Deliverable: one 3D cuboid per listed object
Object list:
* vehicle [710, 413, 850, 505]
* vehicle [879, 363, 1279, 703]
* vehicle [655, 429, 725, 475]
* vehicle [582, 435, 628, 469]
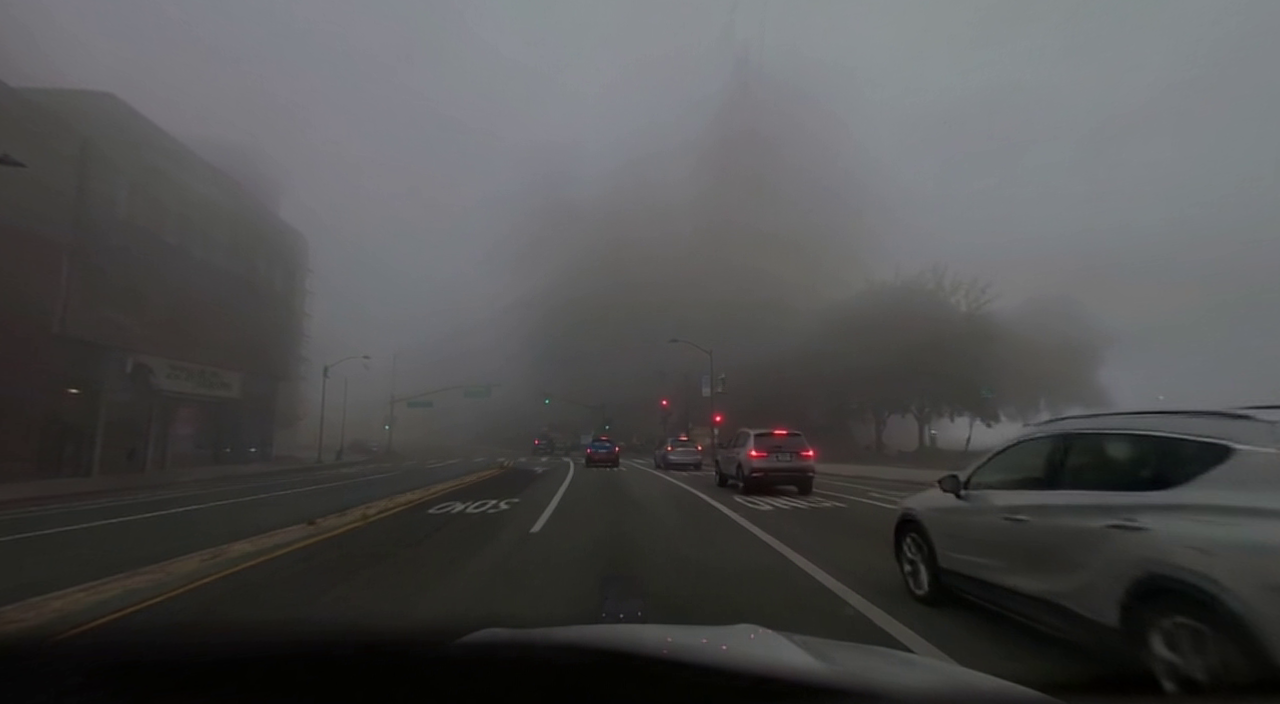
[{"bbox_3d":[2.986,2.413,14.568,2.046,1.768,4.370,0,-8,-3],"label":"vehicle"},{"bbox_3d":[3.277,1.054,3.866,1.966,1.596,3.980,0,-8,-1],"label":"vehicle"},{"bbox_3d":[1.986,4.172,26.726,2.216,1.750,4.520,0,-8,-5],"label":"vehicle"},{"bbox_3d":[-1.795,4.910,31.150,2.068,1.512,3.987,1,-9,-6],"label":"vehicle"}]
